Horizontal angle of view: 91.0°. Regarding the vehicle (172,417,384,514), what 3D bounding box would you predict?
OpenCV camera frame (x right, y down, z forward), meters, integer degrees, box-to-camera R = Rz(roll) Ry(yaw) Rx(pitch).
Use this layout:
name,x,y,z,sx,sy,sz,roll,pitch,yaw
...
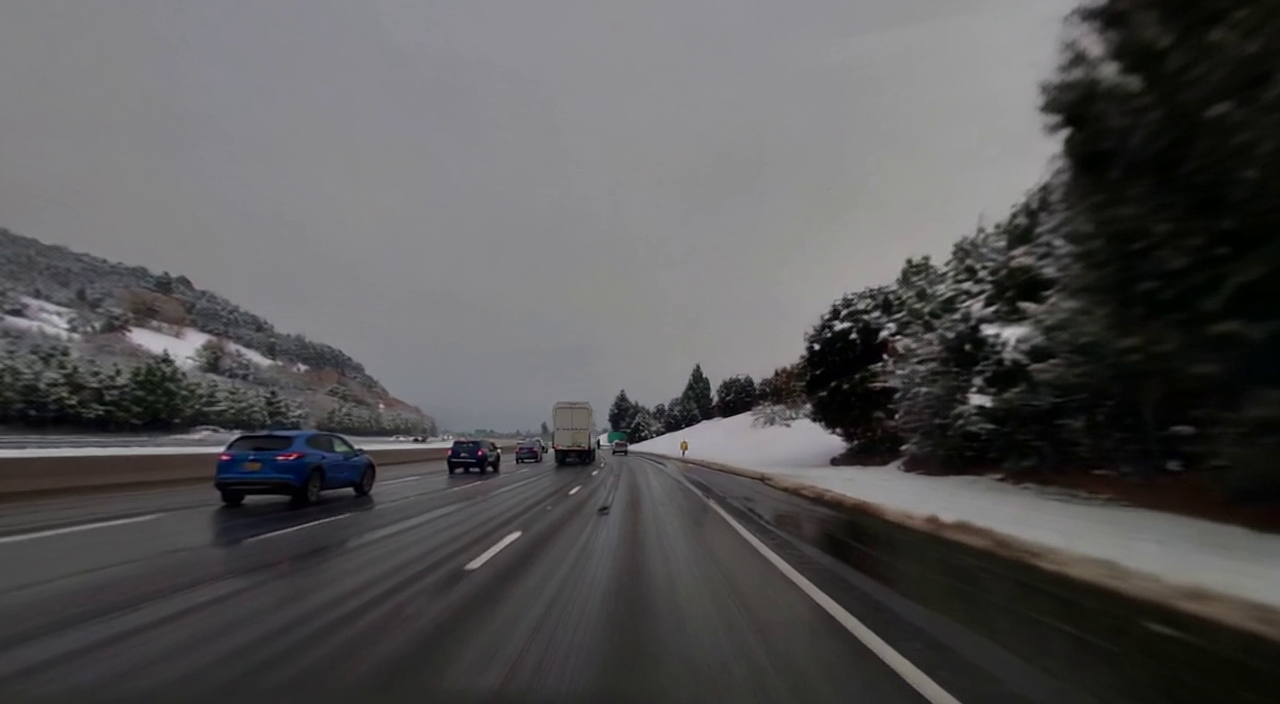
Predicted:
name,x,y,z,sx,sy,sz,roll,pitch,yaw
vehicle,-7.524,2.410,13.738,2.081,1.740,4.268,1,-9,-1

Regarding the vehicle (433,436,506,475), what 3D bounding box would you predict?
name,x,y,z,sx,sy,sz,roll,pitch,yaw
vehicle,-7.792,4.773,29.285,2.099,1.644,4.638,1,-9,-1
